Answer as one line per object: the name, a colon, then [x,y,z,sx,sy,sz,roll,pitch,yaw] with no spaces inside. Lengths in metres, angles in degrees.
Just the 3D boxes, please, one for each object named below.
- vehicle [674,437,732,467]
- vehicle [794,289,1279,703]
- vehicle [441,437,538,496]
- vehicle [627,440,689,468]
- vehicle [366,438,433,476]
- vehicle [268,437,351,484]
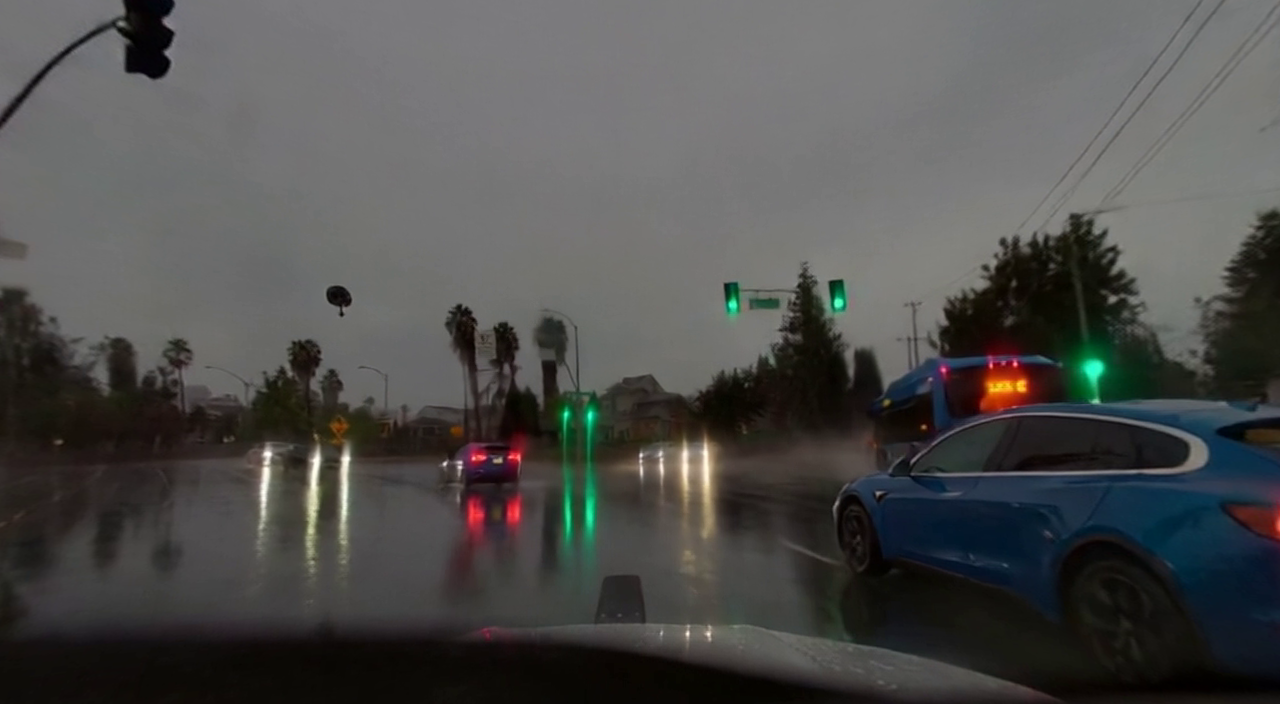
vehicle: [3.967,6.105,38.818,2.122,1.730,5.138,-4,-9,22]
vehicle: [3.033,1.062,4.577,2.205,1.803,5.135,0,-8,-4]
vehicle: [-5.102,3.716,20.972,2.341,1.709,4.466,3,-9,-23]
vehicle: [1.250,6.695,41.612,2.290,1.688,5.224,-5,-10,22]
vehicle: [-13.221,5.683,34.549,2.272,1.891,4.562,6,-10,-35]
vehicle: [-15.155,4.878,28.784,2.283,1.878,5.384,6,-11,-38]
